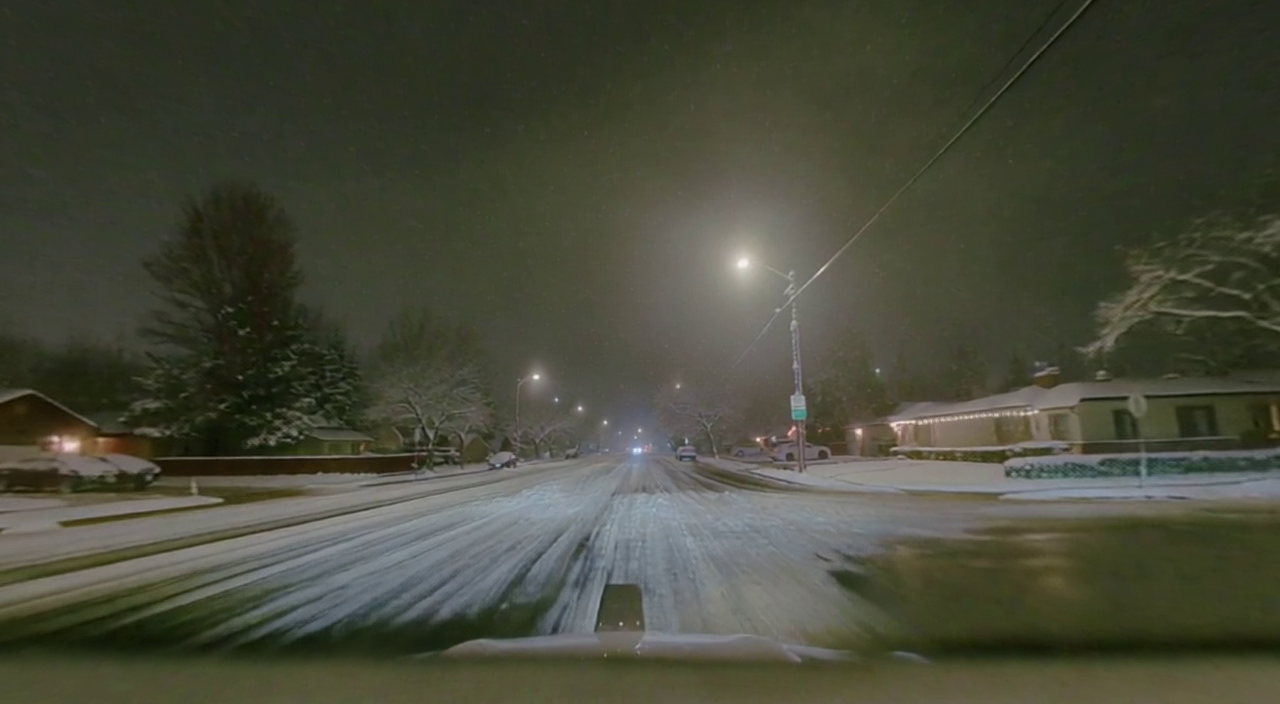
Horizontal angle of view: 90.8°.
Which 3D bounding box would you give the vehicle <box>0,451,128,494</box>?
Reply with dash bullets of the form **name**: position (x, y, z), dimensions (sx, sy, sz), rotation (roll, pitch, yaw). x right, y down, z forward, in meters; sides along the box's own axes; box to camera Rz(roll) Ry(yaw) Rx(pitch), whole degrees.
- **vehicle**: position (-22.760, 4.573, 24.111), dimensions (4.486, 1.509, 2.189), rotation (0, -8, 1)
